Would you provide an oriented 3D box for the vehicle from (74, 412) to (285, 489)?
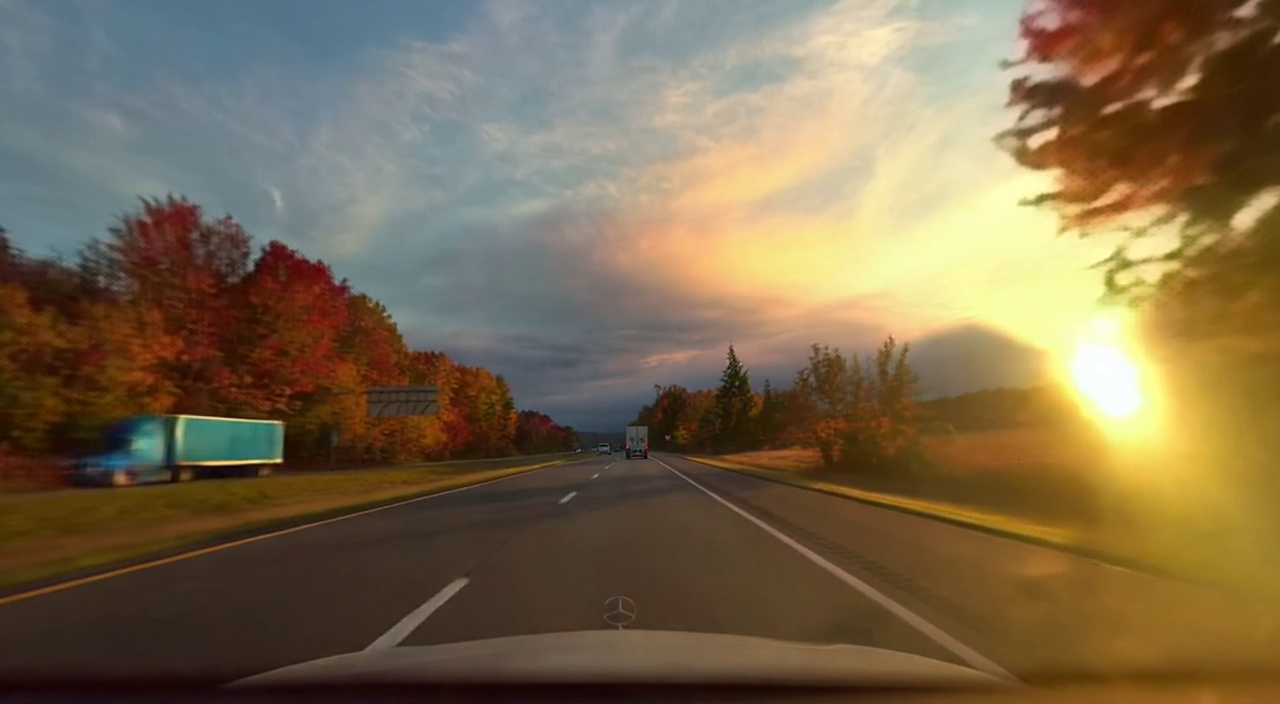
[{"bbox_3d":[-28.206,6.277,40.046,2.903,3.942,14.419,0,-9,-1],"label":"vehicle"}]
